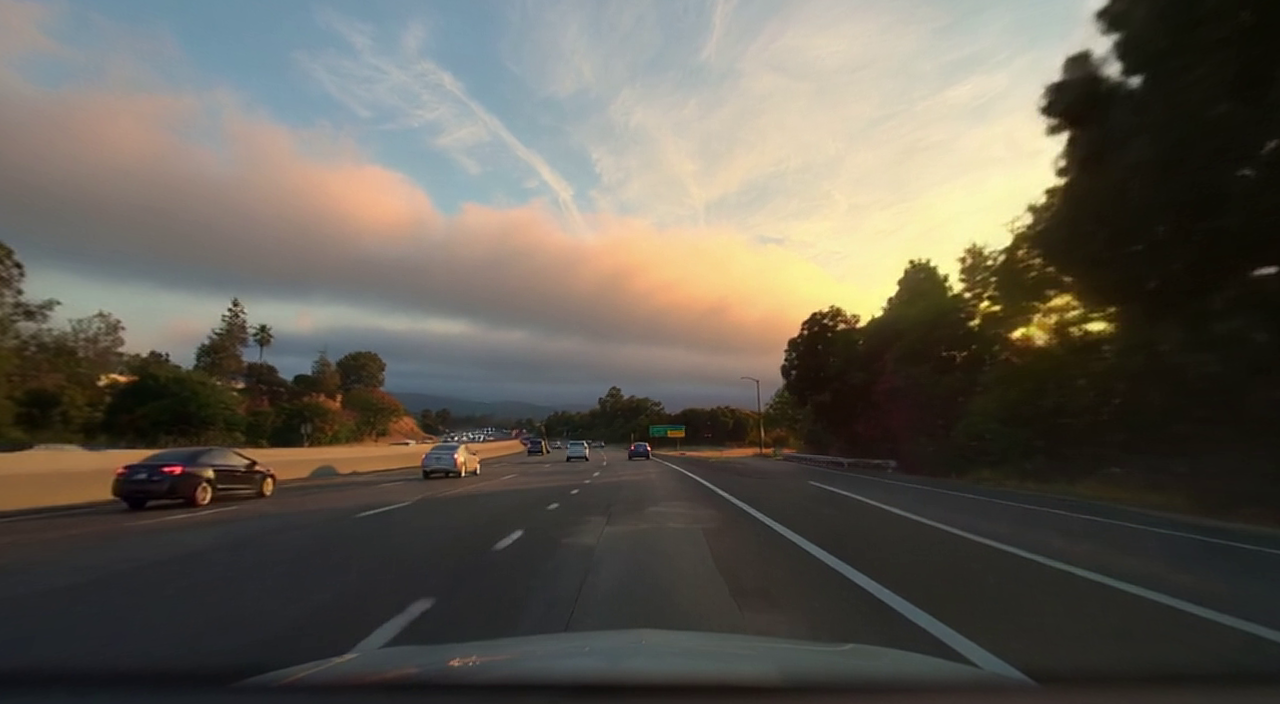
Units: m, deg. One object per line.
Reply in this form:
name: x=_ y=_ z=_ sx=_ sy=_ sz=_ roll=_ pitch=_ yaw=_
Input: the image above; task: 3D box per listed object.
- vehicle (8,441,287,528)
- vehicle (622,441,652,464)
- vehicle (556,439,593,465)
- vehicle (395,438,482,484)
vehicle: x=-9.833 y=2.644 z=13.335 sx=1.935 sy=1.474 sz=5.033 roll=0 pitch=-9 yaw=-2
vehicle: x=-0.233 y=6.688 z=41.951 sx=1.881 sy=1.460 sz=3.694 roll=0 pitch=-9 yaw=-1
vehicle: x=-4.245 y=6.565 z=41.569 sx=1.991 sy=1.610 sz=4.606 roll=0 pitch=-9 yaw=-1
vehicle: x=-7.795 y=4.235 z=24.849 sx=2.086 sy=1.628 sz=4.039 roll=0 pitch=-9 yaw=0
